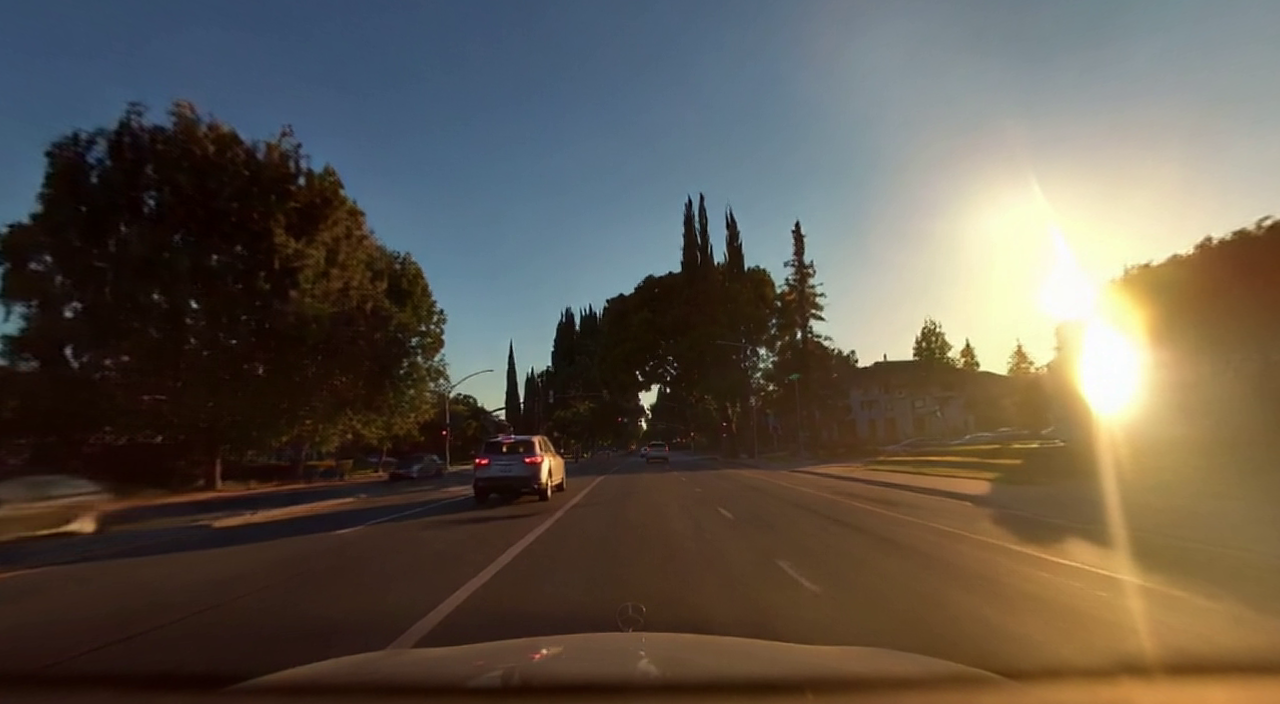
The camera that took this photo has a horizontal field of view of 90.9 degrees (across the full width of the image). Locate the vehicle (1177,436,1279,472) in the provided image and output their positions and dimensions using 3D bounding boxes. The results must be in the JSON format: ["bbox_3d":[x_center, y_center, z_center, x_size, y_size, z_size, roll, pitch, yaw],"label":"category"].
[{"bbox_3d":[29.079,4.899,30.622,1.849,1.466,4.449,-5,-8,-1],"label":"vehicle"}]

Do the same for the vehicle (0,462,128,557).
[{"bbox_3d":[-11.722,2.736,10.867,1.952,1.500,4.543,-1,-8,0],"label":"vehicle"}]

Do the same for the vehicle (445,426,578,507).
[{"bbox_3d":[-3.250,3.058,17.371,2.459,1.825,5.380,-1,-8,1],"label":"vehicle"}]

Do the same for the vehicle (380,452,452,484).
[{"bbox_3d":[-11.606,6.009,33.019,1.915,1.493,4.782,-1,-8,1],"label":"vehicle"}]

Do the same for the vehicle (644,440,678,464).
[{"bbox_3d":[1.580,7.885,49.865,2.437,1.737,4.420,0,-8,-2],"label":"vehicle"}]
